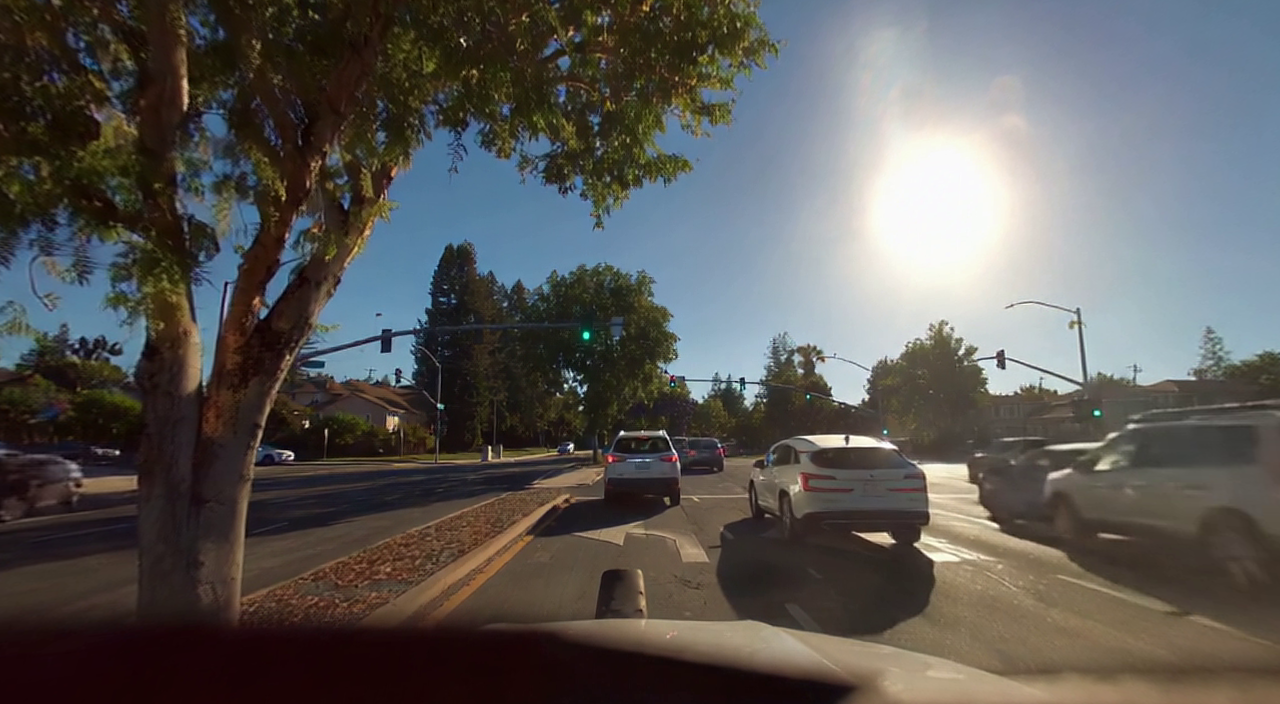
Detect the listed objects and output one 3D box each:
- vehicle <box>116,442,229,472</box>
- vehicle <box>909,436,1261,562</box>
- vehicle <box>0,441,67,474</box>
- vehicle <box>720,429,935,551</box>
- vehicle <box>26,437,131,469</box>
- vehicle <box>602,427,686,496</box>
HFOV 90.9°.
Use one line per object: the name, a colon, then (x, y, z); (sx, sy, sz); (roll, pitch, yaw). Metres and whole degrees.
vehicle: (-26.349, 5.907, 35.629); (4.724, 1.630, 1.968); (0, -8, -3)
vehicle: (6.213, 2.070, 9.768); (1.995, 1.452, 4.754); (0, -8, 0)
vehicle: (-35.032, 5.799, 34.935); (4.465, 1.693, 1.959); (2, -9, -1)
vehicle: (2.587, 2.030, 10.013); (2.009, 1.480, 4.423); (0, -8, -1)
vehicle: (-36.880, 6.650, 41.512); (4.771, 1.778, 2.032); (3, -8, -3)
vehicle: (0.048, 3.044, 17.878); (2.099, 1.705, 4.020); (0, -8, -2)
